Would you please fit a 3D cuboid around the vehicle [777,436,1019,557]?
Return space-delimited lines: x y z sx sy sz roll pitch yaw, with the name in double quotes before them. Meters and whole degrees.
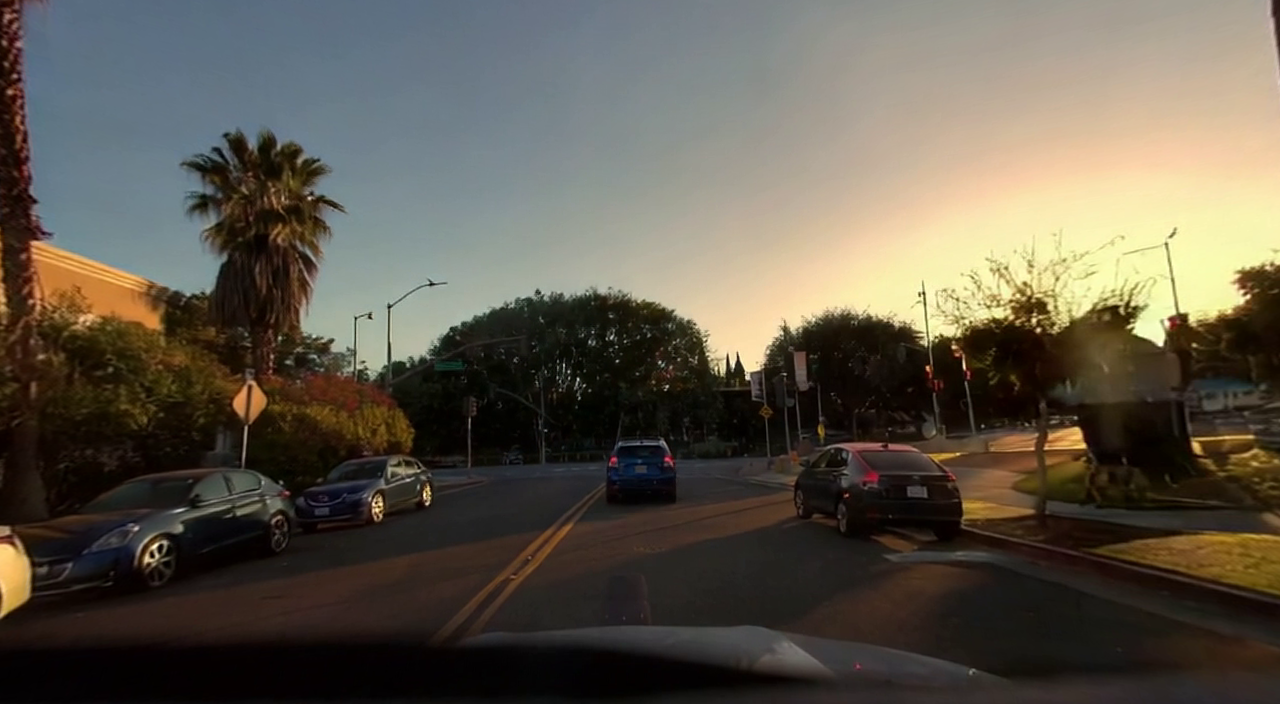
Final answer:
"vehicle" 3.550 2.043 9.739 1.821 1.417 4.454 0 -8 0

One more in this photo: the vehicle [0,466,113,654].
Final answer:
"vehicle" -6.179 1.543 3.946 1.850 1.482 4.454 0 -8 1

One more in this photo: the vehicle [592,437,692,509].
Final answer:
"vehicle" 0.044 2.802 15.099 2.060 1.452 4.078 0 -8 0

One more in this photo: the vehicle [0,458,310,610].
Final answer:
"vehicle" -6.453 2.243 8.617 1.775 1.479 3.879 0 -8 0

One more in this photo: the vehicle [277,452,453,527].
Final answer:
"vehicle" -6.376 3.207 15.392 2.105 1.469 4.693 0 -8 1
